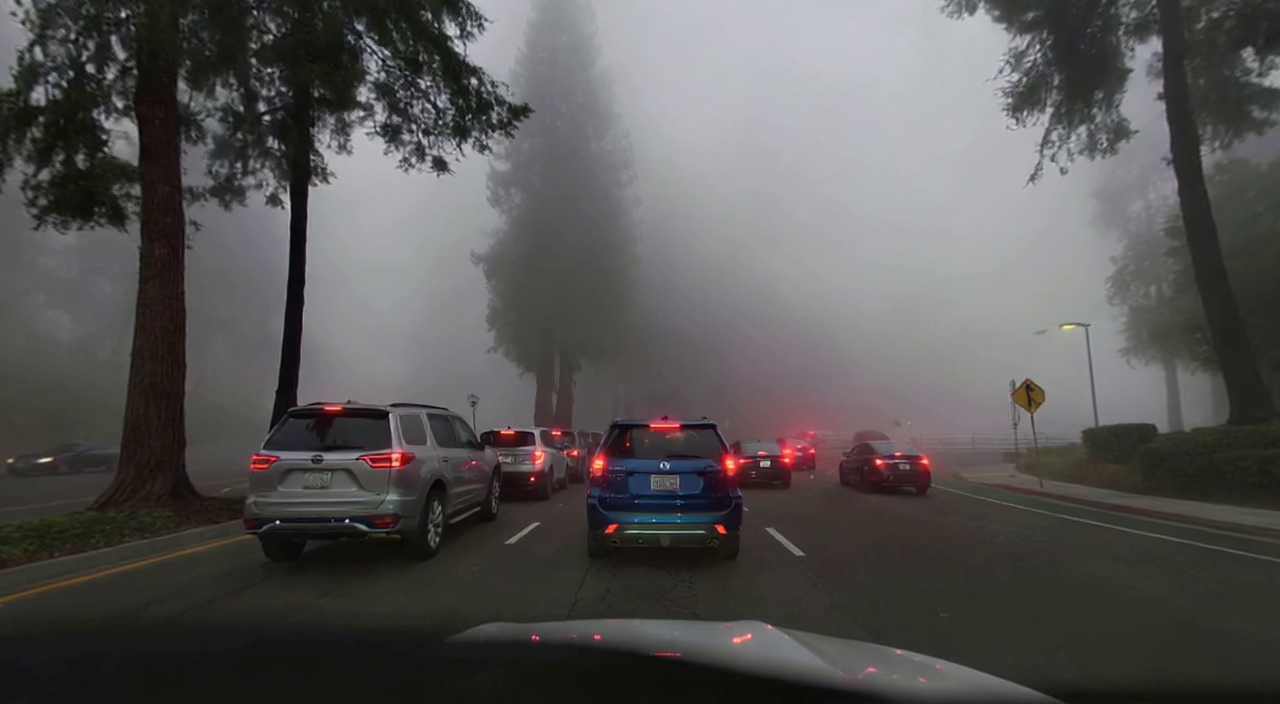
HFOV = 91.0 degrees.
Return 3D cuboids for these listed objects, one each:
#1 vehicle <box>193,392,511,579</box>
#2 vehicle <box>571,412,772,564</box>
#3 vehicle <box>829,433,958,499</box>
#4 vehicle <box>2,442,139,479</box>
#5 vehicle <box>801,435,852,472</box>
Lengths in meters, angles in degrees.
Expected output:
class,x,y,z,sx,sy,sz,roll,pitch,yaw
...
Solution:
class,x,y,z,sx,sy,sz,roll,pitch,yaw
vehicle,-3.261,1.620,8.381,2.085,1.812,4.388,0,-8,1
vehicle,0.371,1.795,9.038,2.189,1.649,4.171,0,-8,1
vehicle,6.860,3.111,17.621,2.067,1.599,4.251,-1,-8,4
vehicle,-23.904,4.539,26.643,1.966,1.415,4.084,0,-8,0
vehicle,8.997,4.847,30.213,2.032,1.621,4.082,-3,-9,20
